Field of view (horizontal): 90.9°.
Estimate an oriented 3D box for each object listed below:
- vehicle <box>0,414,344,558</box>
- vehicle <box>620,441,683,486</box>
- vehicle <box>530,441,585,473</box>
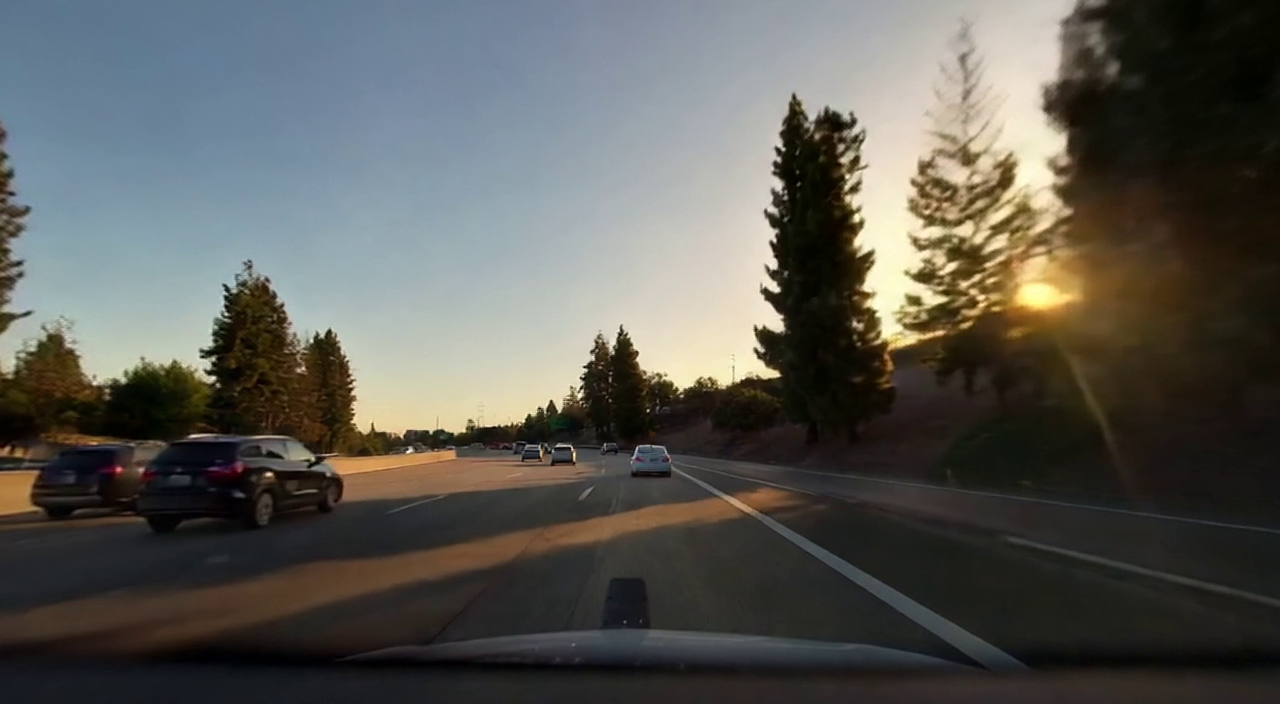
[{"bbox_3d":[-6.888,1.951,9.888,2.221,1.693,4.631,0,-9,0],"label":"vehicle"},{"bbox_3d":[0.312,3.916,22.492,2.051,1.444,3.927,0,-9,-1],"label":"vehicle"},{"bbox_3d":[-4.109,5.329,32.247,2.246,1.519,4.980,0,-9,-2],"label":"vehicle"}]
